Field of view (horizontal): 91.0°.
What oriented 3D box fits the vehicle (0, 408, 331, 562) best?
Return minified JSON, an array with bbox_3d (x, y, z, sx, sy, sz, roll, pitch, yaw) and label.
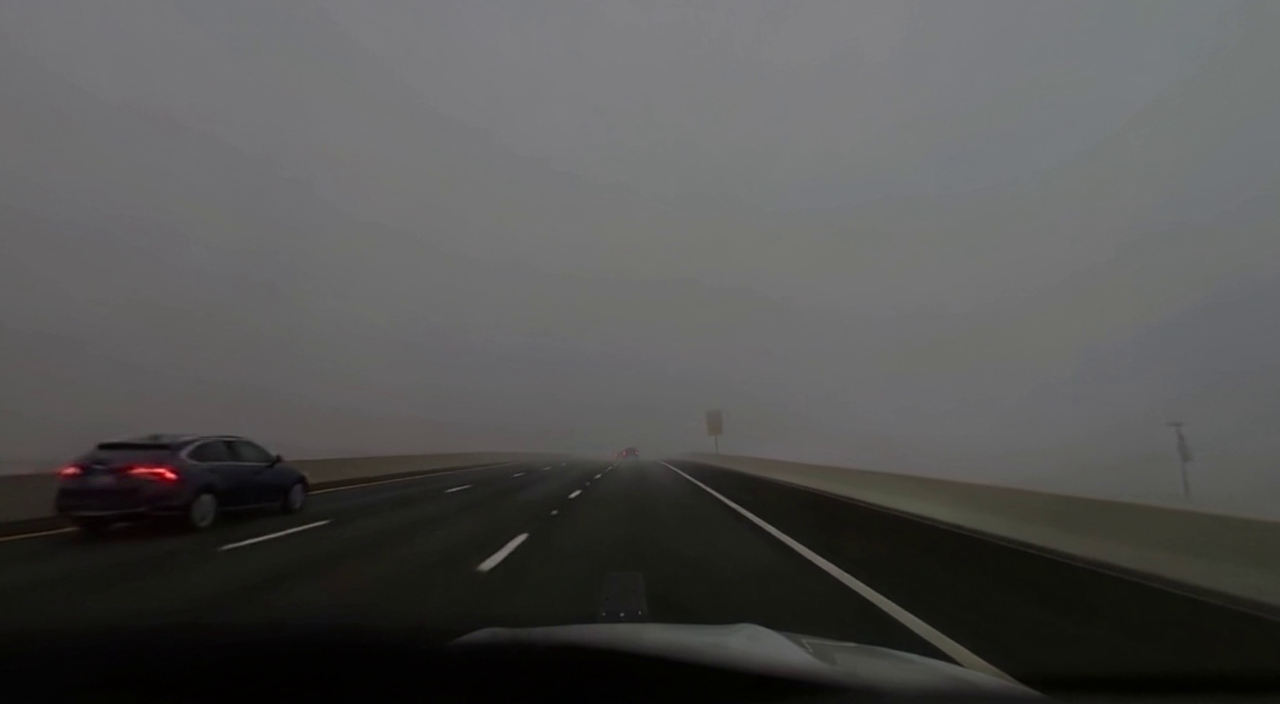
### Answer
[{"bbox_3d":[-6.881,1.831,9.403,2.109,1.692,4.712,0,-9,0],"label":"vehicle"}]
